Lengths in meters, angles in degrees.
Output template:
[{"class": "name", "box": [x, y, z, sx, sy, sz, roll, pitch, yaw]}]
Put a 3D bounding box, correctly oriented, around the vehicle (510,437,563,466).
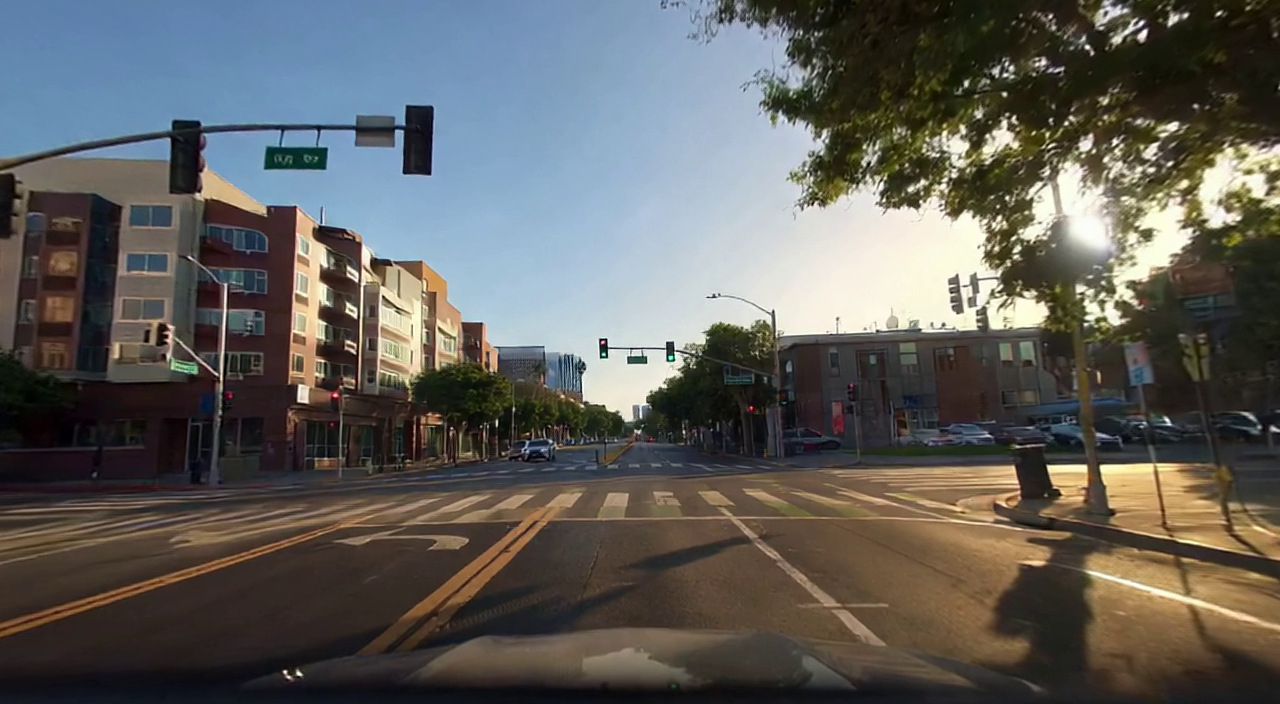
[{"class": "vehicle", "box": [-5.778, 5.622, 35.749, 2.127, 1.473, 4.428, 0, -8, 1]}]
